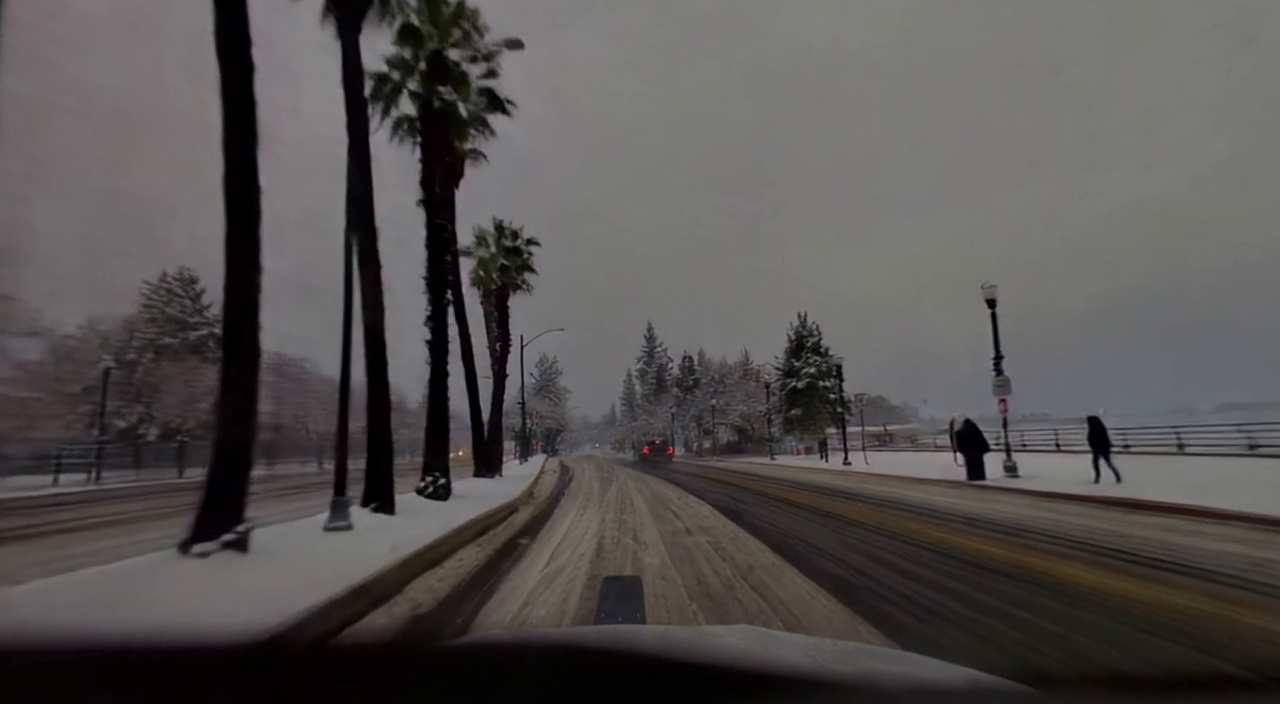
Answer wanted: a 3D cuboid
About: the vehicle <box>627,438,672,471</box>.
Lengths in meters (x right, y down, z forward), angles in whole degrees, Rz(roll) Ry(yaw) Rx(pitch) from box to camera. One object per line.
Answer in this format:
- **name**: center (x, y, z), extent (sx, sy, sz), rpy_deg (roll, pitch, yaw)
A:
- **vehicle**: center (0.513, 6.723, 41.831), extent (2.284, 2.010, 6.670), rpy_deg (1, -8, -5)
